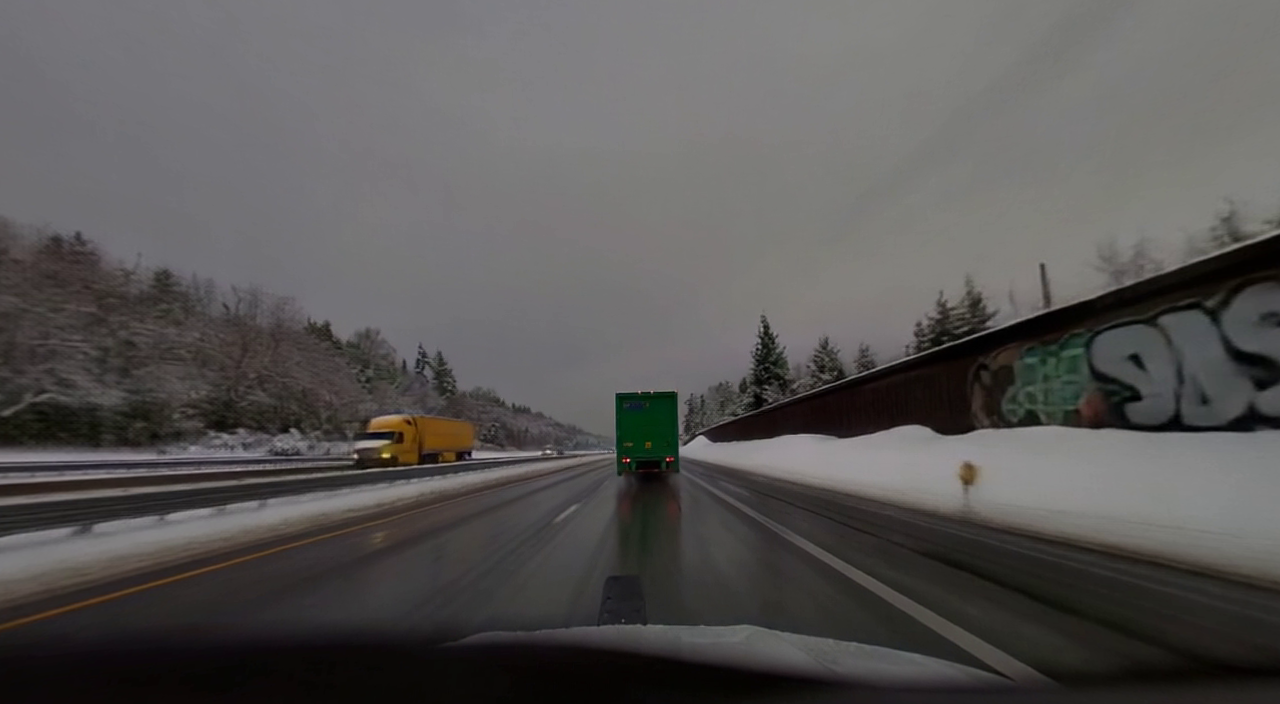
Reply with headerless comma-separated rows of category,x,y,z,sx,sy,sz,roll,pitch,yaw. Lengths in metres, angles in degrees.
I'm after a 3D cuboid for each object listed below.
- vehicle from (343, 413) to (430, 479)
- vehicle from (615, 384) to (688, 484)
vehicle,-16.331,6.123,41.089,2.980,3.948,5.804,0,-9,2
vehicle,0.344,4.053,30.261,2.900,3.955,10.151,0,-9,-1
